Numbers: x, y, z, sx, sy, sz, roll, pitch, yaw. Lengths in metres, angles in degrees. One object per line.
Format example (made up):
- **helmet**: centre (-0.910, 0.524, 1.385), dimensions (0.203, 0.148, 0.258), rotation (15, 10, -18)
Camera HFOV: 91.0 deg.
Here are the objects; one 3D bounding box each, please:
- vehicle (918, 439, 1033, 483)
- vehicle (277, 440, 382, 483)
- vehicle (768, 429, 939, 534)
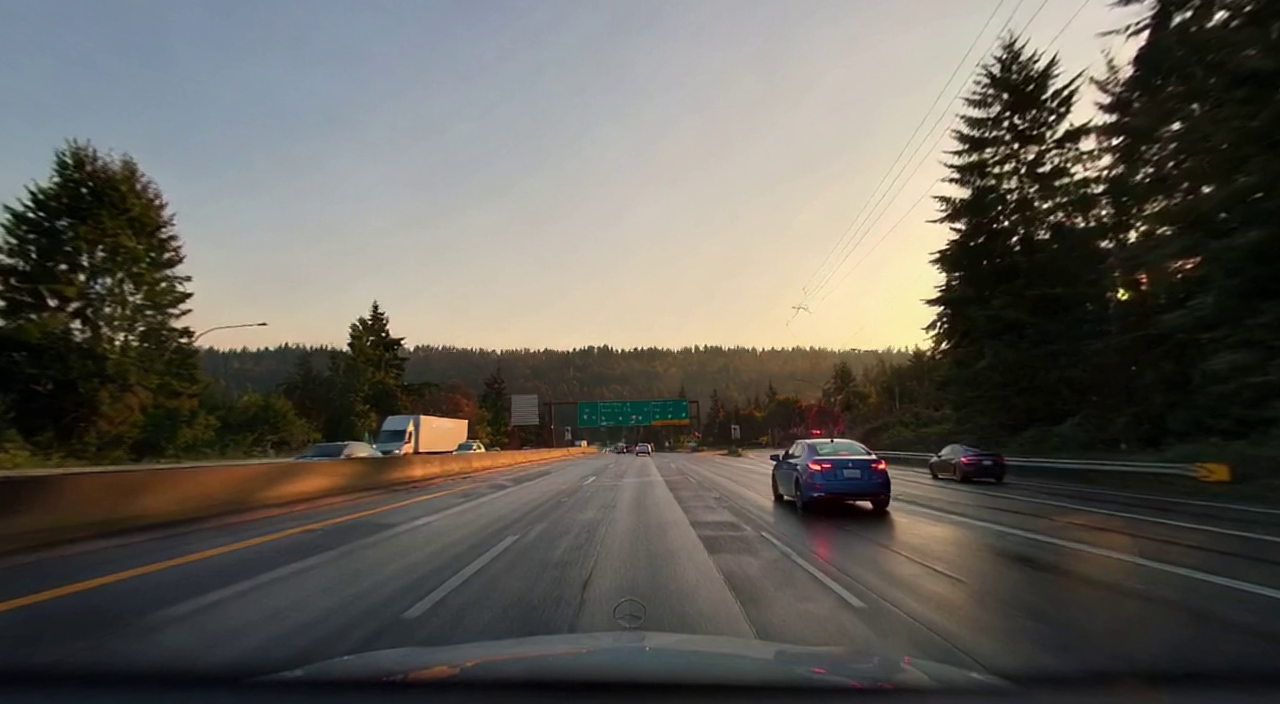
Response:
- **vehicle**: centre (12.068, 3.930, 23.042), dimensions (2.002, 1.445, 4.637), rotation (-1, -8, 5)
- **vehicle**: centre (-12.153, 4.292, 25.003), dimensions (1.901, 1.535, 4.350), rotation (0, -8, 1)
- **vehicle**: centre (3.670, 2.271, 11.664), dimensions (1.909, 1.599, 3.943), rotation (0, -8, 2)
